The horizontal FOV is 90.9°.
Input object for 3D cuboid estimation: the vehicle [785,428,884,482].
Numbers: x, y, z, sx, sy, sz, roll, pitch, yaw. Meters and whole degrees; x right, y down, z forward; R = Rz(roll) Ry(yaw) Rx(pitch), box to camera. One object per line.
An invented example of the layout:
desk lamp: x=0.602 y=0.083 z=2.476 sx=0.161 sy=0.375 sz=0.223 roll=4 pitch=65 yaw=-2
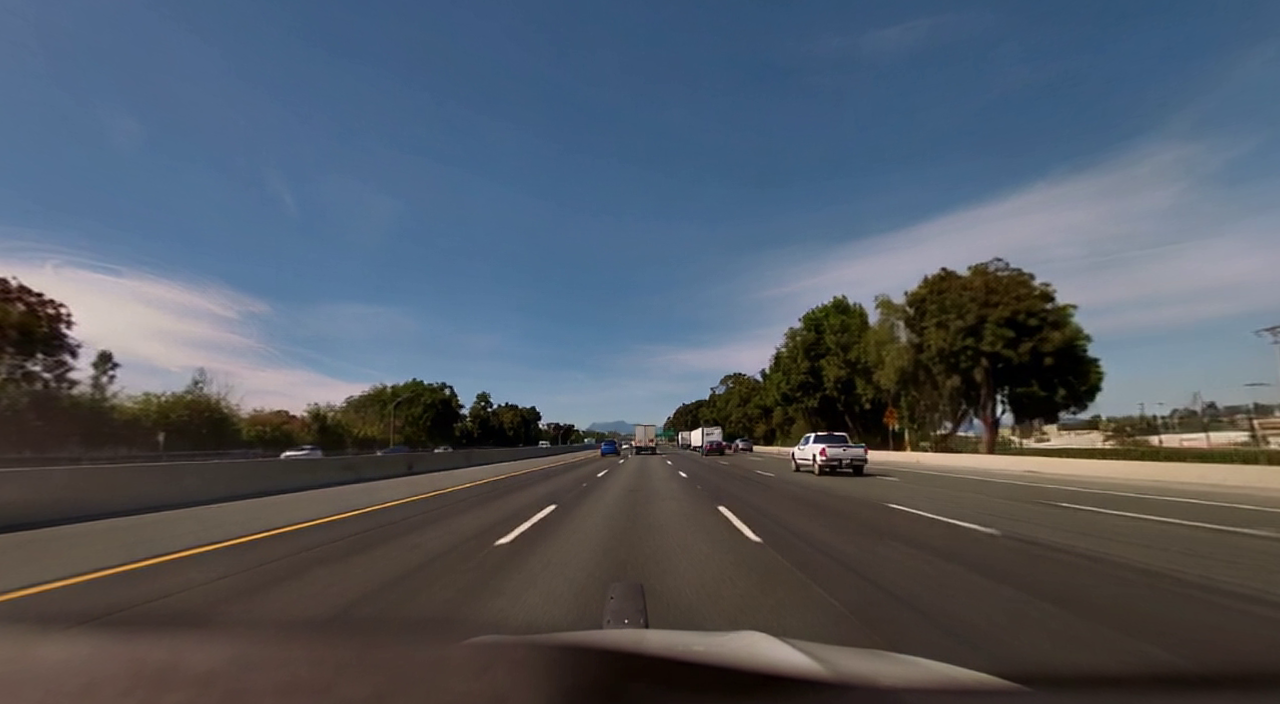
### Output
vehicle: x=6.654 y=3.586 z=22.147 sx=2.063 sy=1.706 sz=4.259 roll=0 pitch=-8 yaw=-1
